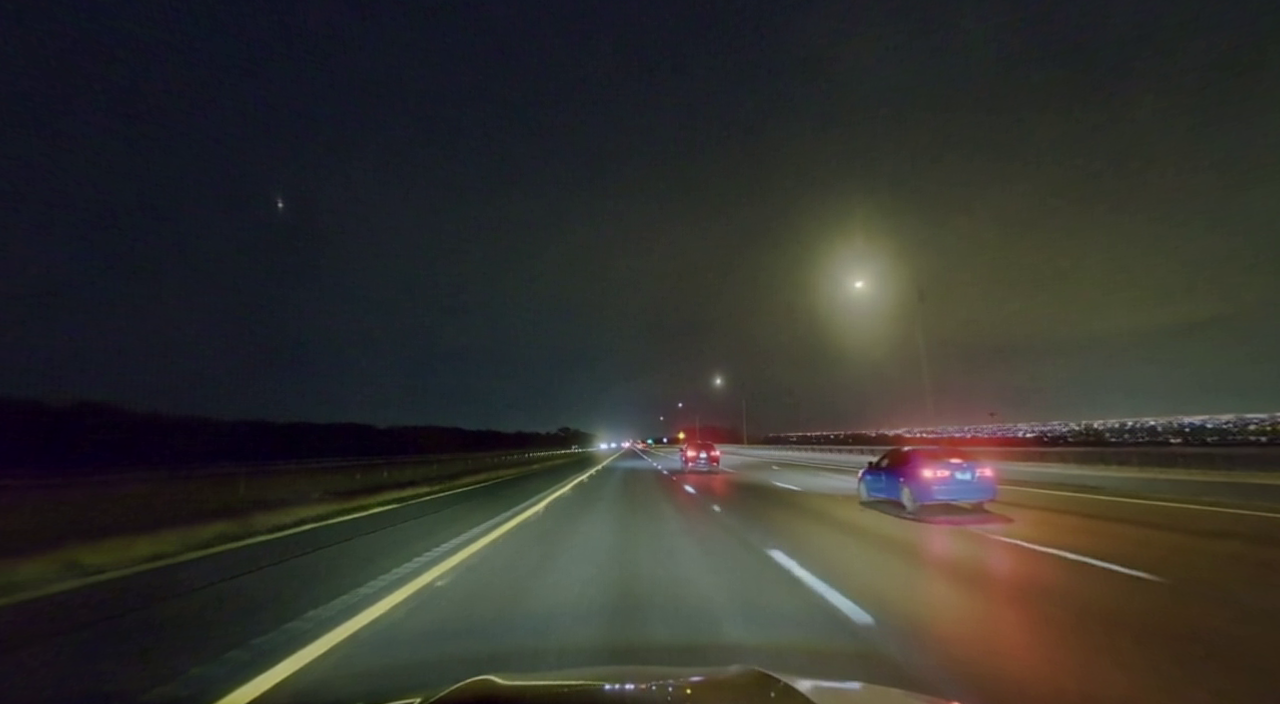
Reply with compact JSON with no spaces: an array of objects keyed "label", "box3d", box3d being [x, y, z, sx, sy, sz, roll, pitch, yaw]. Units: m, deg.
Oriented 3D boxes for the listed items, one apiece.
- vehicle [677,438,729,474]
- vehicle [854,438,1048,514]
[{"label":"vehicle","box3d":[3.268,5.509,33.760,2.141,1.785,4.778,0,-8,-2]},{"label":"vehicle","box3d":[7.081,2.845,15.155,2.046,1.509,4.929,0,-8,-2]}]
